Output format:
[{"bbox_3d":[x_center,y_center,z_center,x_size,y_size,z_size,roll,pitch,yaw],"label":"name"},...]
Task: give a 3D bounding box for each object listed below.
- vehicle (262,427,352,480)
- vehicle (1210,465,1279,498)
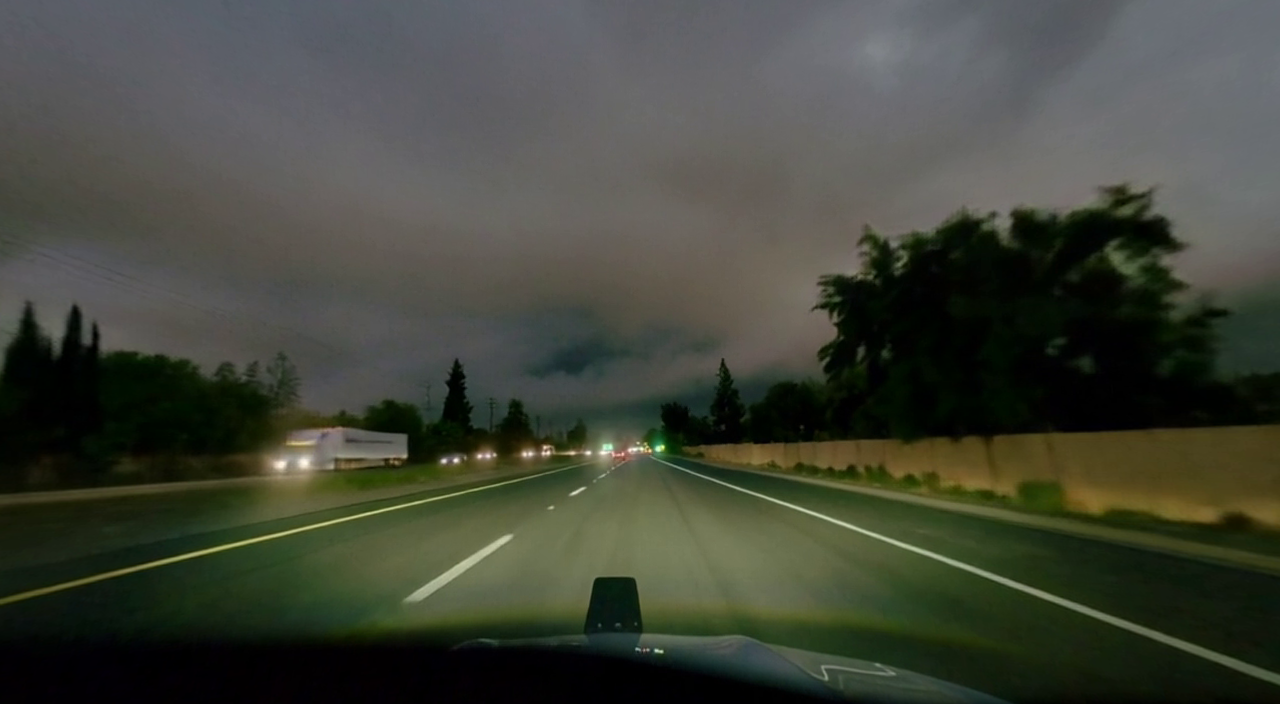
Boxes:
[{"bbox_3d":[-24.839,7.609,47.434,3.058,3.666,6.589,0,-9,0],"label":"vehicle"},{"bbox_3d":[38.947,8.015,39.220,4.941,1.920,2.002,1,-9,-4],"label":"vehicle"}]
